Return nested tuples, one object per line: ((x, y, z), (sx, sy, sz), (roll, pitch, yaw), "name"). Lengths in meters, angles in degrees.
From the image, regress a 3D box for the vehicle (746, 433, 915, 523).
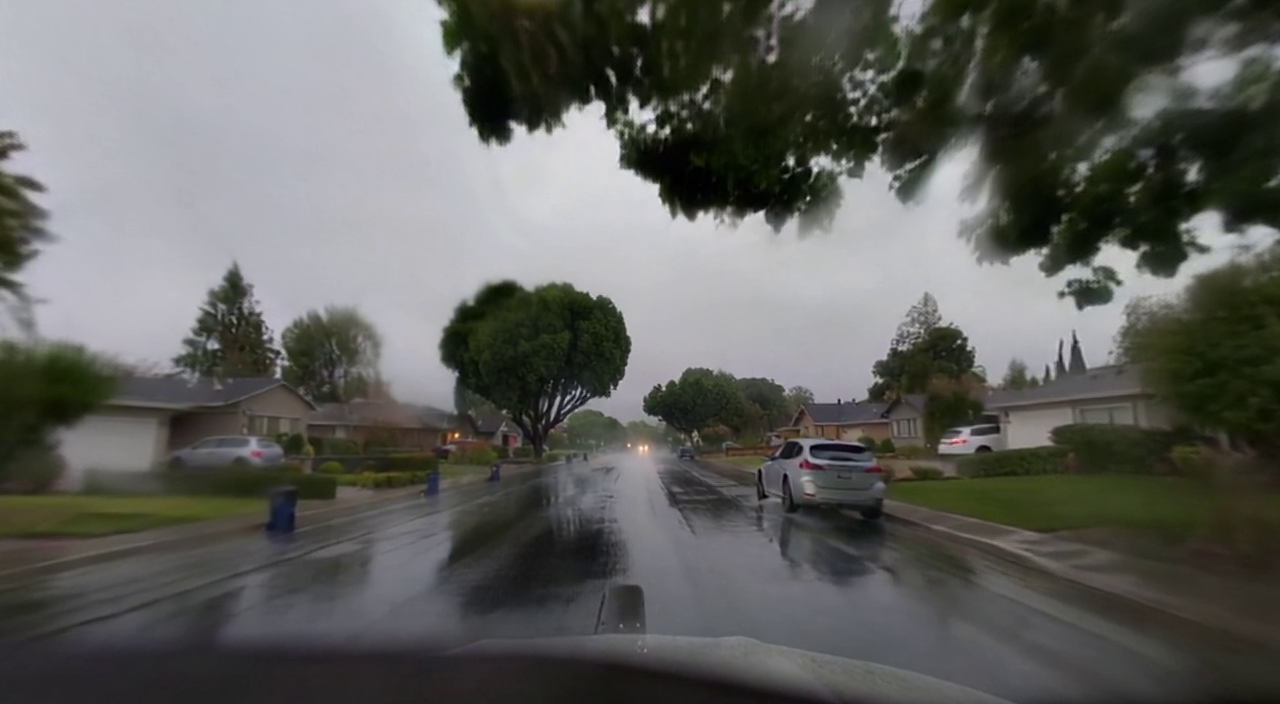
((3.846, 2.639, 13.828), (2.136, 1.596, 4.790), (0, -9, -1), "vehicle")

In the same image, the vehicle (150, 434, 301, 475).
((-16.692, 4.156, 25.674), (4.607, 1.573, 2.058), (1, -9, -4), "vehicle")
